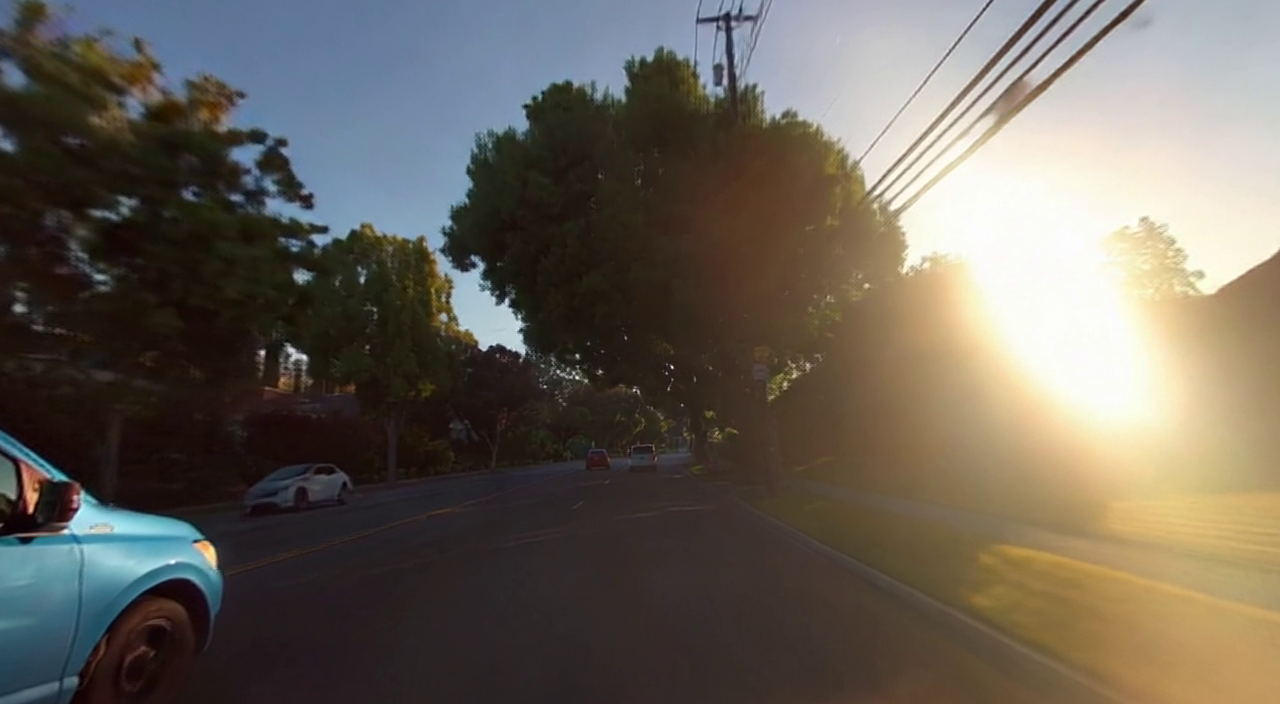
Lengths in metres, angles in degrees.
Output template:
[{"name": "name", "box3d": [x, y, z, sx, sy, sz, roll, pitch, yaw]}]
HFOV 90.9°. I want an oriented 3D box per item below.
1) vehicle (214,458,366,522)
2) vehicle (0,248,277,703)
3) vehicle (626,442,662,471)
[{"name": "vehicle", "box3d": [-10.169, 3.993, 18.784, 2.005, 1.471, 4.330, -4, -9, 1]}, {"name": "vehicle", "box3d": [-3.585, 0.502, 1.091, 2.336, 2.152, 5.866, 0, -9, 1]}, {"name": "vehicle", "box3d": [0.282, 6.560, 39.580, 2.120, 1.718, 3.909, 0, -9, 1]}]
